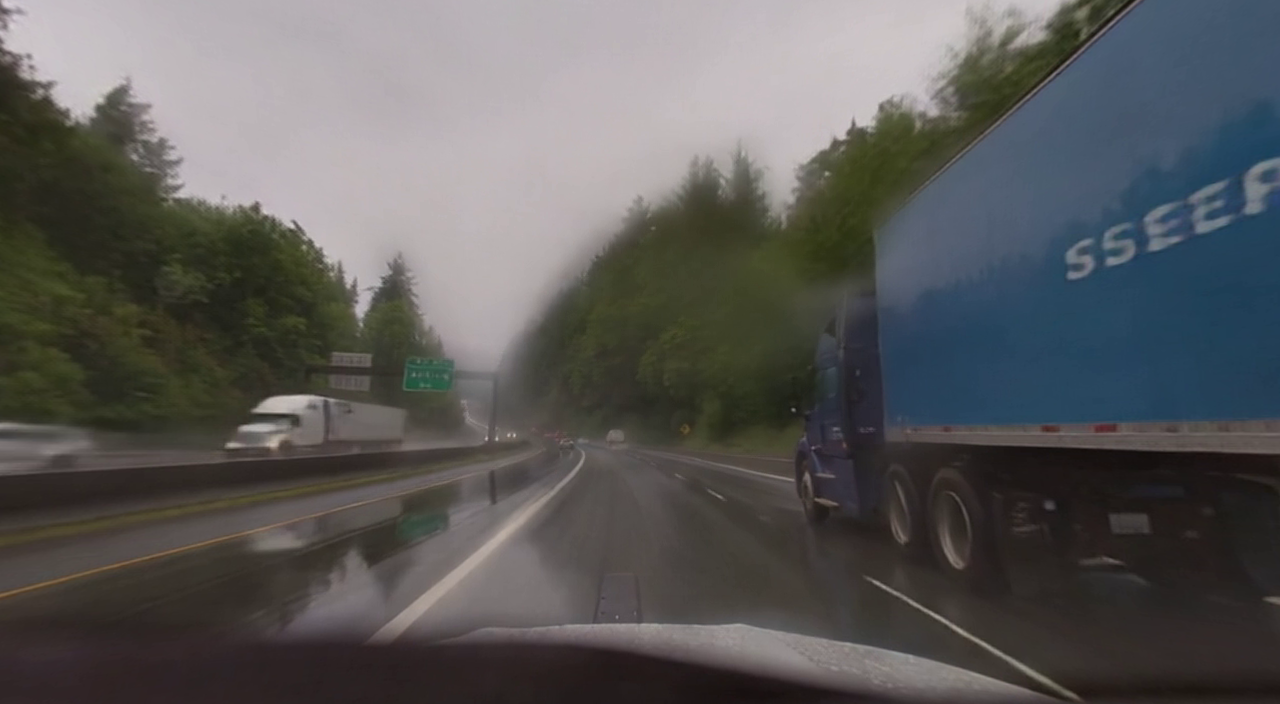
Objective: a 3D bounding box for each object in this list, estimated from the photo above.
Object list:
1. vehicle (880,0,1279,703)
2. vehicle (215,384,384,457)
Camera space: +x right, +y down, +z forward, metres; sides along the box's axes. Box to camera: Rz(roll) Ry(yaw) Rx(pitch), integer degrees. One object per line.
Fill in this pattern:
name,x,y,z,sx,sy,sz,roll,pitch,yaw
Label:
vehicle,4.041,-0.094,3.536,2.964,3.950,5.853,0,-8,0
vehicle,-19.956,4.403,38.752,3.281,3.632,14.072,0,-8,-3
